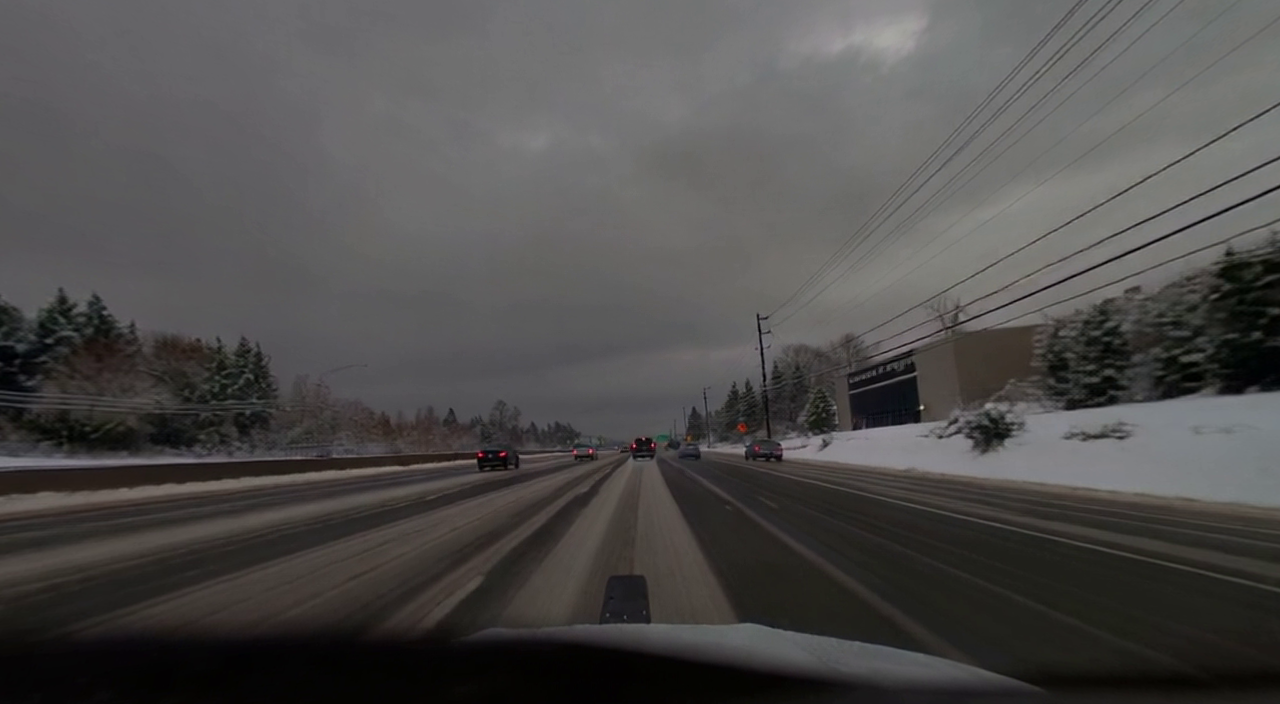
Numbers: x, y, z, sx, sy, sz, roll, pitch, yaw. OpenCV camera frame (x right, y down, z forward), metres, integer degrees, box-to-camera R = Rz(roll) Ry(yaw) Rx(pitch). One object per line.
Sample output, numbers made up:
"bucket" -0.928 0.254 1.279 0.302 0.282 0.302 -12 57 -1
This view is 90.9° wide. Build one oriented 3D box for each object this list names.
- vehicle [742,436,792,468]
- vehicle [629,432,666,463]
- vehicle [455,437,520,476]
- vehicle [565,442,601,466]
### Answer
"vehicle" 7.389 5.849 37.002 1.937 1.698 4.322 0 -8 -1
"vehicle" 0.520 7.227 47.786 2.622 2.208 5.320 0 -8 -1
"vehicle" -7.297 5.032 30.670 2.007 1.732 4.395 0 -8 1
"vehicle" -3.756 6.831 42.317 1.979 1.469 4.378 0 -8 0
